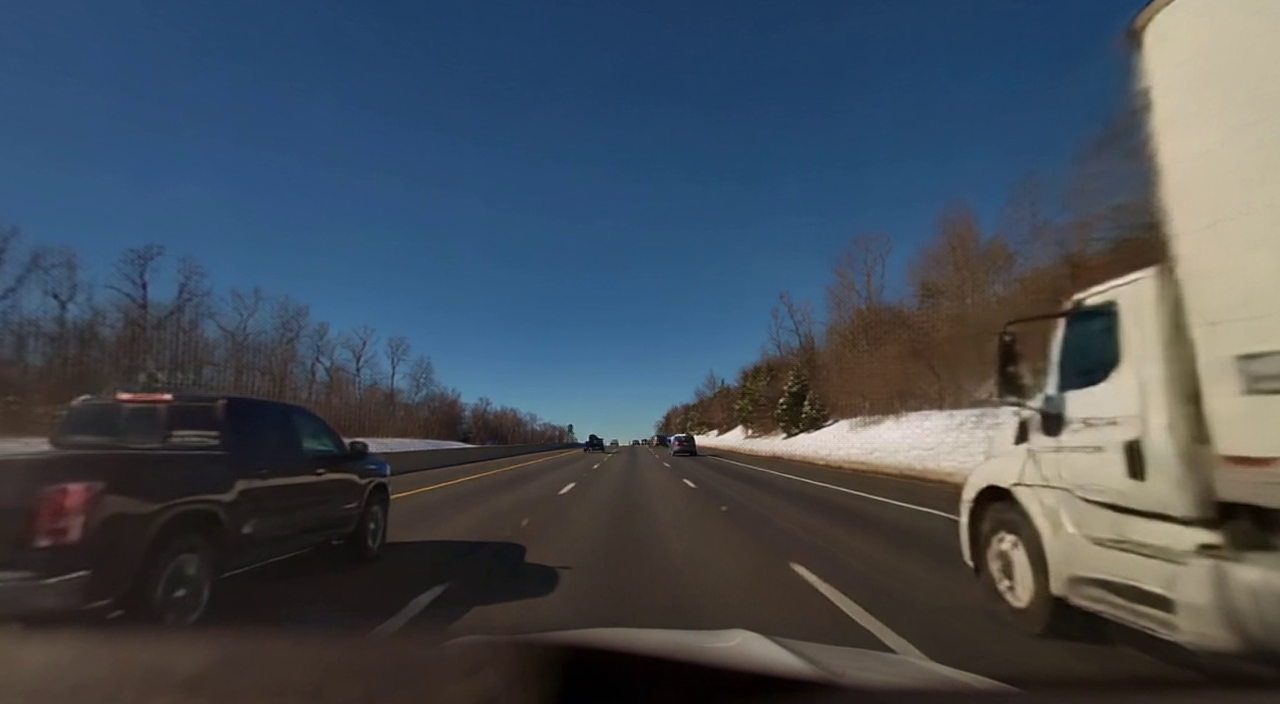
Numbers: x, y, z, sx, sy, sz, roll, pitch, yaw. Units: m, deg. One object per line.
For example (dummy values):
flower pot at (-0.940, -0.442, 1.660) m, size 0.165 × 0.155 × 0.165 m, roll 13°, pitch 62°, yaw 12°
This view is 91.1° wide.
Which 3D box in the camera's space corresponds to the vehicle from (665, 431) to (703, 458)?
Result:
vehicle at (2.976, 6.368, 43.417) m, size 2.124 × 1.696 × 4.173 m, roll 0°, pitch -8°, yaw -2°

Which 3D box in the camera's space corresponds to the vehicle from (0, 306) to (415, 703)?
vehicle at (-3.558, 1.004, 4.509) m, size 2.185 × 1.772 × 4.656 m, roll 0°, pitch -8°, yaw 0°
